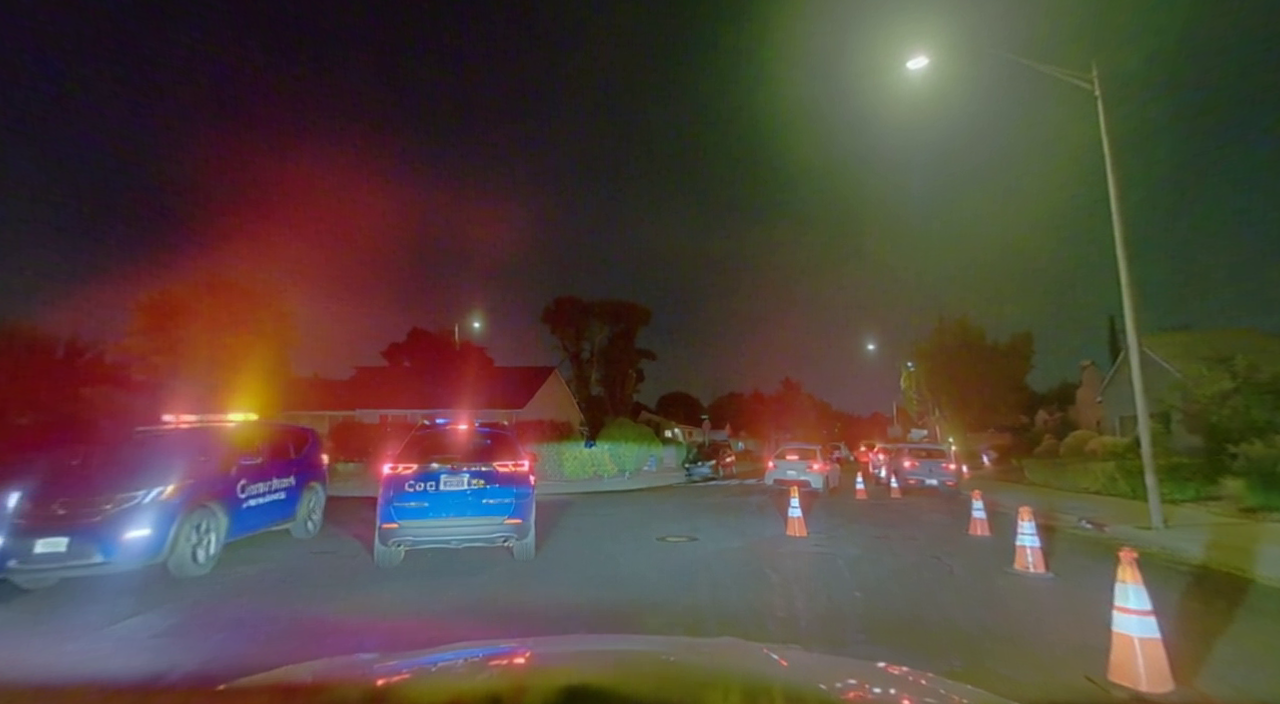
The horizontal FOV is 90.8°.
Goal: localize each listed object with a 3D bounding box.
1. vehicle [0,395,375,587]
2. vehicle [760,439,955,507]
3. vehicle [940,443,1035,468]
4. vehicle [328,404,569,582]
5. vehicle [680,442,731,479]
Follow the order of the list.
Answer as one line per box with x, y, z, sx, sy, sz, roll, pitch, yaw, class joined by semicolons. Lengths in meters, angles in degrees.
-6.005;1.740;8.802;2.471;1.892;4.952;0;-8;0;vehicle
5.923;3.238;17.395;4.656;1.577;2.099;2;-8;-17;vehicle
22.755;6.799;41.548;5.066;1.534;1.905;-2;-9;10;vehicle
-2.332;1.732;8.576;2.350;1.748;4.094;2;-9;-11;vehicle
3.475;5.562;32.650;2.014;1.742;4.297;-2;-9;14;vehicle
